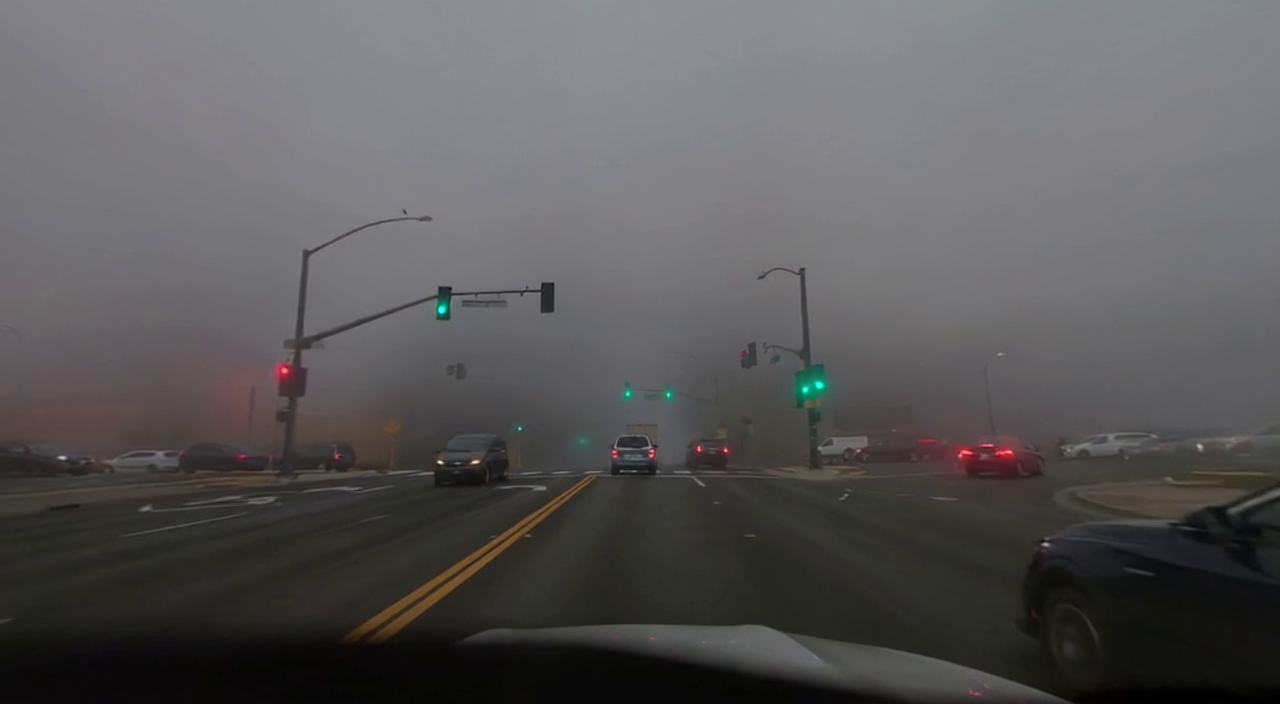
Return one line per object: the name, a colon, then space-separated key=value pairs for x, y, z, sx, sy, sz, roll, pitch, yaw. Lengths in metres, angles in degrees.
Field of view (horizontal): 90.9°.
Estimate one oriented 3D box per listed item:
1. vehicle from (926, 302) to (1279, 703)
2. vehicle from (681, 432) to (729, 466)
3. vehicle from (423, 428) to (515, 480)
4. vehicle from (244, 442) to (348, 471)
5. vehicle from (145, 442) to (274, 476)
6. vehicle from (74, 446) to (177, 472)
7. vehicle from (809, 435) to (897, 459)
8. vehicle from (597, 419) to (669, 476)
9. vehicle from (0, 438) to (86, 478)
vehicle: x=3.392 y=0.755 z=2.301 sx=2.335 sy=1.812 sz=5.041 roll=0 pitch=-8 yaw=0
vehicle: x=3.681 y=5.607 z=36.600 sx=2.276 sy=1.787 sz=4.630 roll=0 pitch=-8 yaw=-1
vehicle: x=-6.721 y=4.072 z=25.383 sx=2.335 sy=1.909 sz=4.593 roll=0 pitch=-8 yaw=1
vehicle: x=-18.778 y=5.720 z=34.552 sx=4.561 sy=1.531 sz=1.990 roll=0 pitch=-8 yaw=1
vehicle: x=-21.128 y=5.259 z=31.079 sx=4.839 sy=1.604 sz=2.058 roll=-1 pitch=-8 yaw=2
vehicle: x=-30.931 y=6.423 z=37.986 sx=4.466 sy=1.527 sz=2.028 roll=0 pitch=-8 yaw=2
vehicle: x=14.251 y=6.381 z=42.391 sx=5.218 sy=1.558 sz=1.963 roll=0 pitch=-8 yaw=-1
vehicle: x=-0.249 y=3.928 z=25.991 sx=2.638 sy=2.065 sz=5.313 roll=0 pitch=-8 yaw=0
vehicle: x=-31.597 y=5.225 z=31.243 sx=5.964 sy=1.893 sz=2.363 roll=0 pitch=-8 yaw=1
